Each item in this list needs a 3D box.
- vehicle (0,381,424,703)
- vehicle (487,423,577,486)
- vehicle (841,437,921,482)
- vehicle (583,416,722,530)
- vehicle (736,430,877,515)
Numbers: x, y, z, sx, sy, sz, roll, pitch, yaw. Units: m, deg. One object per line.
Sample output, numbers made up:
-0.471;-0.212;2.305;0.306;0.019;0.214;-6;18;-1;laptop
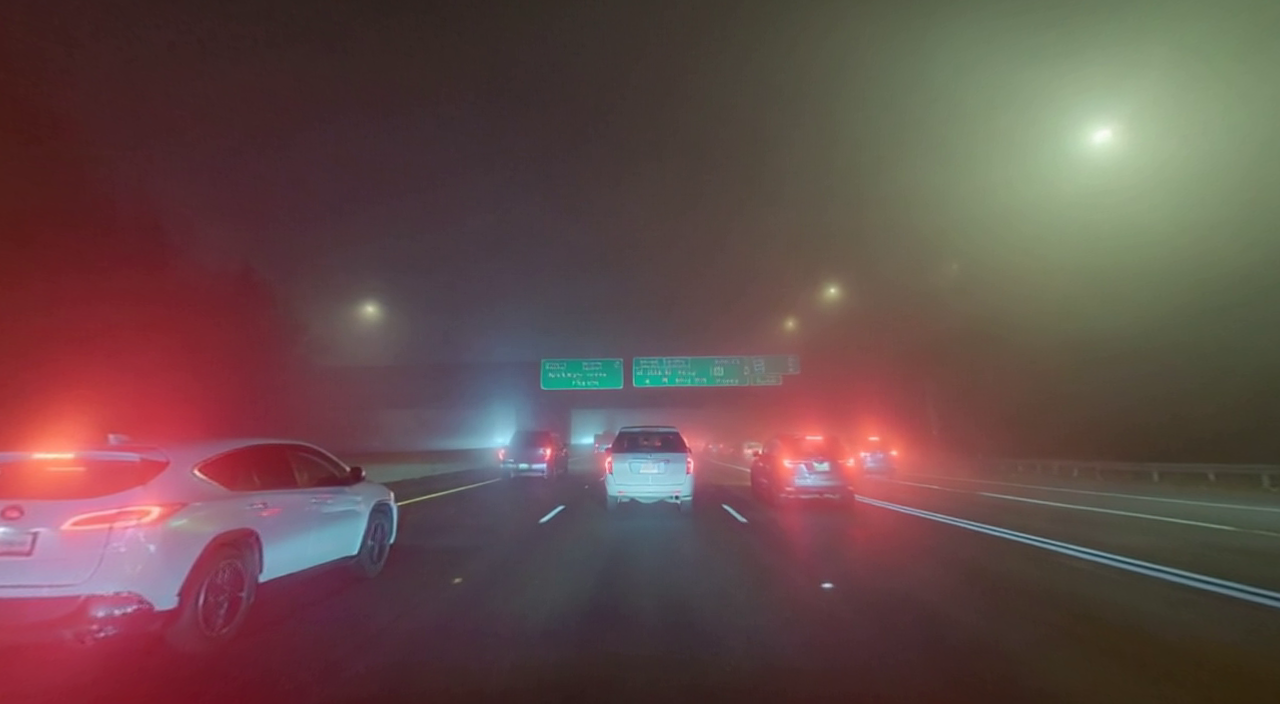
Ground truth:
-3.634;1.266;5.075;2.014;1.579;4.761;0;-9;1;vehicle
-3.929;3.886;24.120;2.212;2.101;6.052;0;-9;1;vehicle
10.522;4.727;27.887;1.977;1.795;4.208;0;-9;2;vehicle
0.220;2.228;12.079;2.181;1.756;4.167;0;-9;0;vehicle
3.626;2.725;14.711;2.022;1.633;4.651;0;-9;0;vehicle
